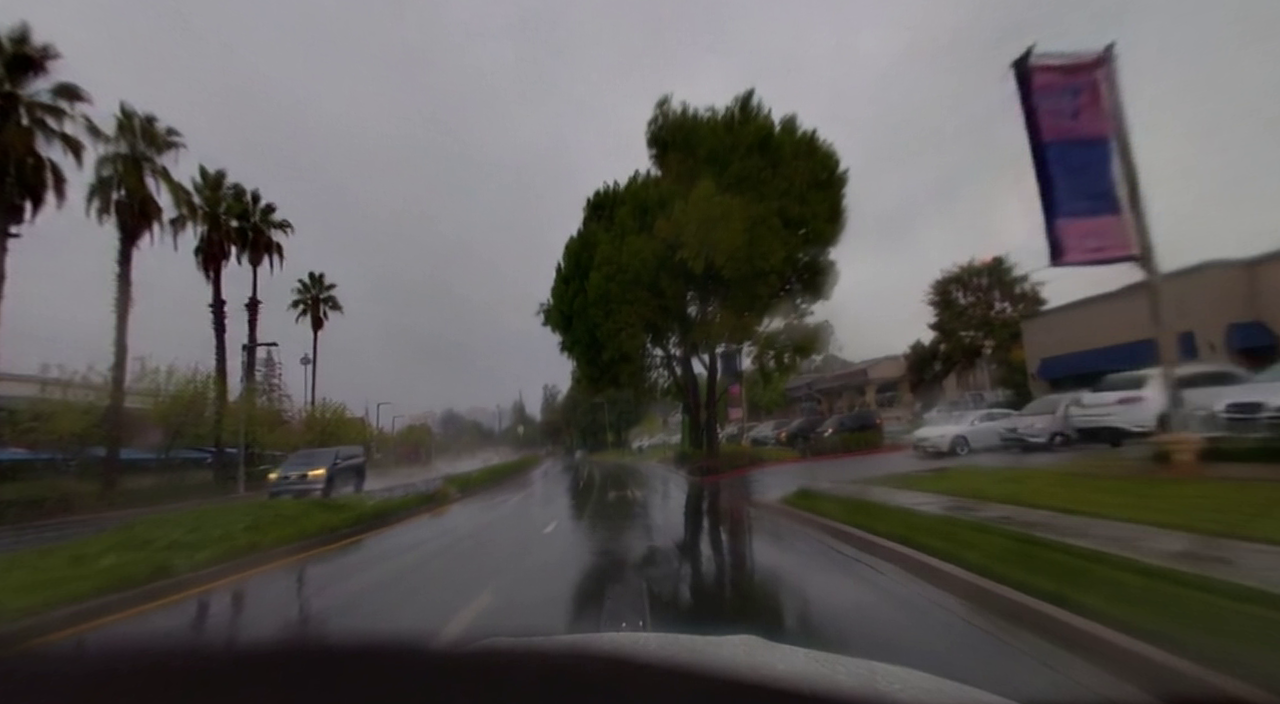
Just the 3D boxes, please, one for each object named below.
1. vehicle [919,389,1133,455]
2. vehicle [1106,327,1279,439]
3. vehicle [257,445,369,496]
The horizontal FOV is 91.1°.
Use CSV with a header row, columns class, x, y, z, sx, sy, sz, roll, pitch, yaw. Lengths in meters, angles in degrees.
class,x,y,z,sx,sy,sz,roll,pitch,yaw
vehicle,10.387,1.949,17.197,4.423,1.662,2.097,0,-9,0
vehicle,10.808,0.608,10.562,4.142,1.669,2.194,0,-9,0
vehicle,-13.744,4.954,26.808,2.239,1.955,5.017,0,-9,-3
